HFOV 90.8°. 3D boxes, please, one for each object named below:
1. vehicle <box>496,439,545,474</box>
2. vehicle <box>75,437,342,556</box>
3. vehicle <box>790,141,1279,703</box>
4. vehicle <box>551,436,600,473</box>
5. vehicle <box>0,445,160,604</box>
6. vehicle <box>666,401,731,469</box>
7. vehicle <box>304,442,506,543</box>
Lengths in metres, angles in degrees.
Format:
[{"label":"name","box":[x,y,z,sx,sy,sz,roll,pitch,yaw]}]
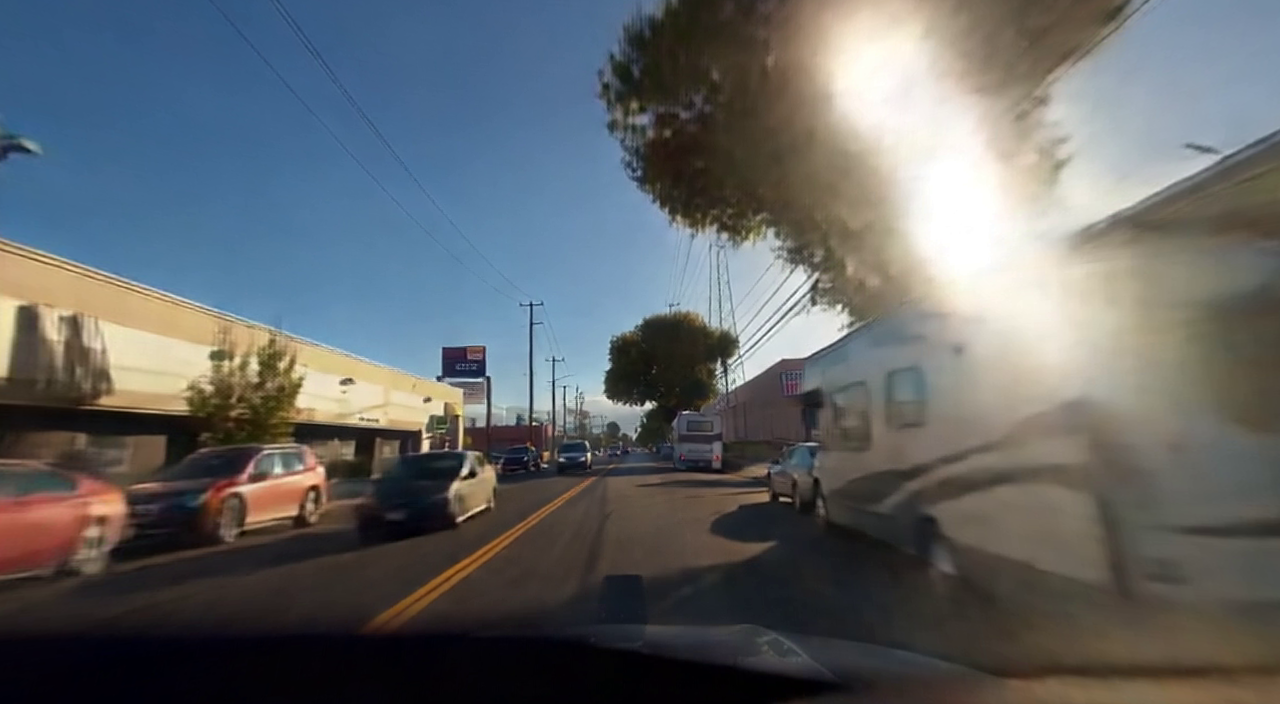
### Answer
[{"label":"vehicle","box":[-8.056,7.137,43.168,2.177,2.075,5.427,-4,-9,0]},{"label":"vehicle","box":[-7.906,2.628,12.351,2.001,1.830,4.735,0,-9,-2]},{"label":"vehicle","box":[3.723,0.791,6.340,2.880,2.959,6.375,-1,-8,1]},{"label":"vehicle","box":[-3.709,5.976,37.070,2.307,1.998,4.734,-1,-9,1]},{"label":"vehicle","box":[-7.922,1.903,6.990,1.903,1.710,4.322,0,-9,-2]},{"label":"vehicle","box":[3.748,5.760,42.598,3.029,3.860,7.726,-5,-11,-3]},{"label":"vehicle","box":[-4.009,2.448,11.750,1.966,1.482,4.473,-1,-9,1]}]
